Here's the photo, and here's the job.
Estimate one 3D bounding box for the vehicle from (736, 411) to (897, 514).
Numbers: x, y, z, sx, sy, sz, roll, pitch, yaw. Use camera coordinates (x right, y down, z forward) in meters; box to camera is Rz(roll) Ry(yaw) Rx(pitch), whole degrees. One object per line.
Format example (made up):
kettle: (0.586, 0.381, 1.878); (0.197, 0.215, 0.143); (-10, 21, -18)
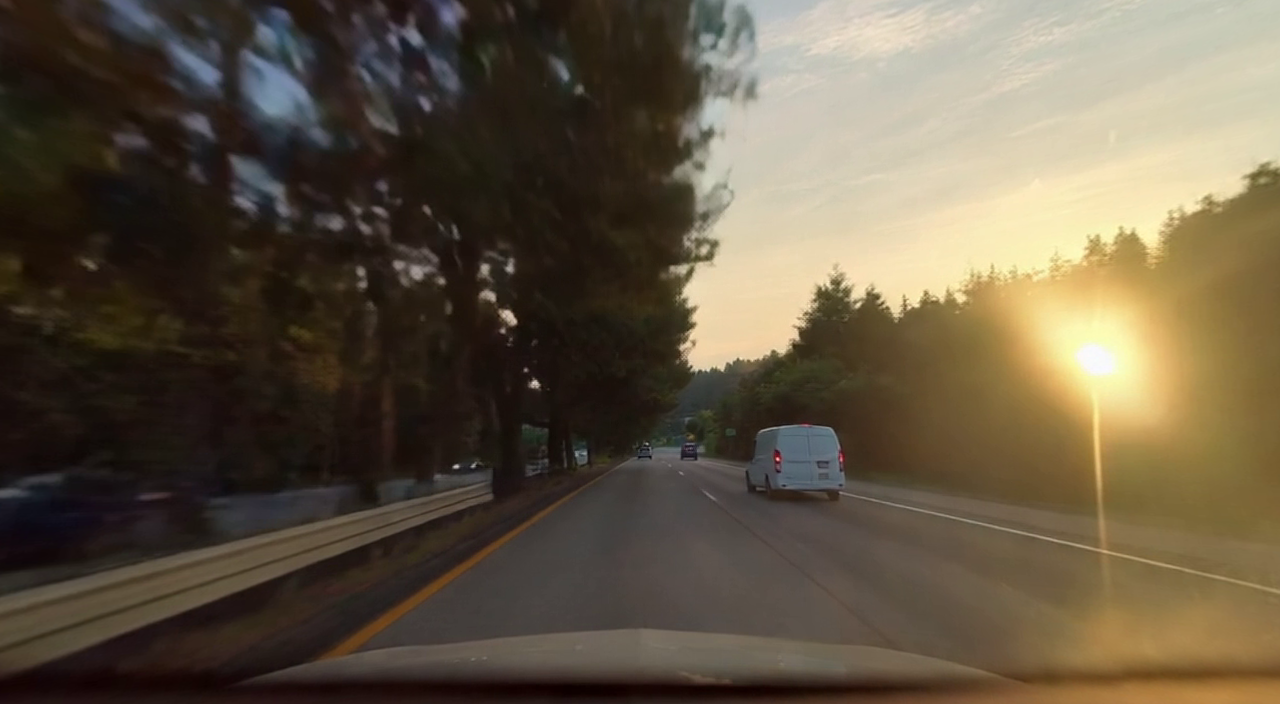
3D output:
vehicle: (3.937, 2.598, 15.168); (2.371, 2.045, 4.768); (0, -9, -1)

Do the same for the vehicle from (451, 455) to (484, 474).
vehicle: (-12.971, 8.489, 47.491); (1.530, 1.346, 3.220); (-1, -9, 1)
